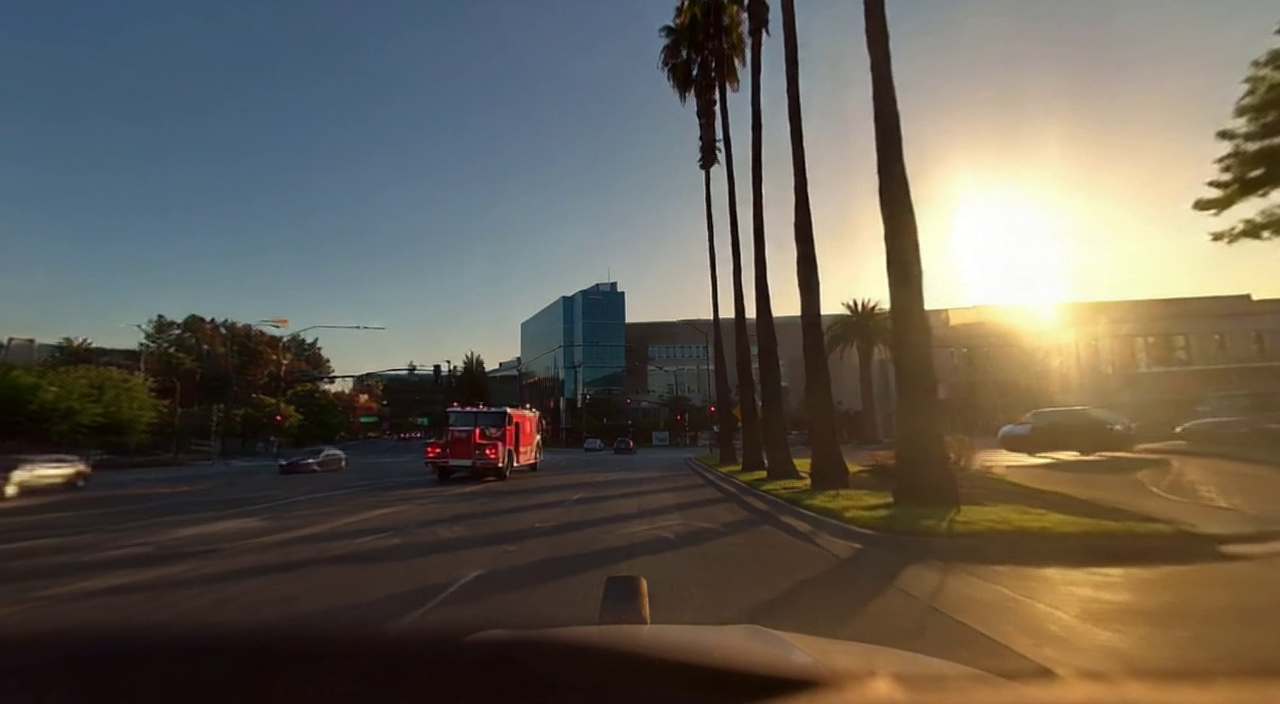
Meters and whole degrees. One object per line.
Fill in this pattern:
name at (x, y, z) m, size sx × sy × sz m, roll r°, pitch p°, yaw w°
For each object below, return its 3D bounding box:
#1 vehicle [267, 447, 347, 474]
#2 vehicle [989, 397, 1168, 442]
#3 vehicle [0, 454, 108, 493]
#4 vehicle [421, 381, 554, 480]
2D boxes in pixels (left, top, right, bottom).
vehicle at (-21.181, 6.924, 40.214) m, size 2.052 × 1.594 × 5.203 m, roll -1°, pitch -9°, yaw 3°
vehicle at (15.195, 2.395, 21.966) m, size 4.663 × 1.457 × 2.045 m, roll -1°, pitch -8°, yaw 2°
vehicle at (-26.148, 5.197, 27.274) m, size 1.919 × 1.496 × 4.613 m, roll -1°, pitch -9°, yaw 2°
vehicle at (-6.559, 3.859, 29.607) m, size 3.008 × 3.730 × 11.786 m, roll 0°, pitch -9°, yaw 1°
